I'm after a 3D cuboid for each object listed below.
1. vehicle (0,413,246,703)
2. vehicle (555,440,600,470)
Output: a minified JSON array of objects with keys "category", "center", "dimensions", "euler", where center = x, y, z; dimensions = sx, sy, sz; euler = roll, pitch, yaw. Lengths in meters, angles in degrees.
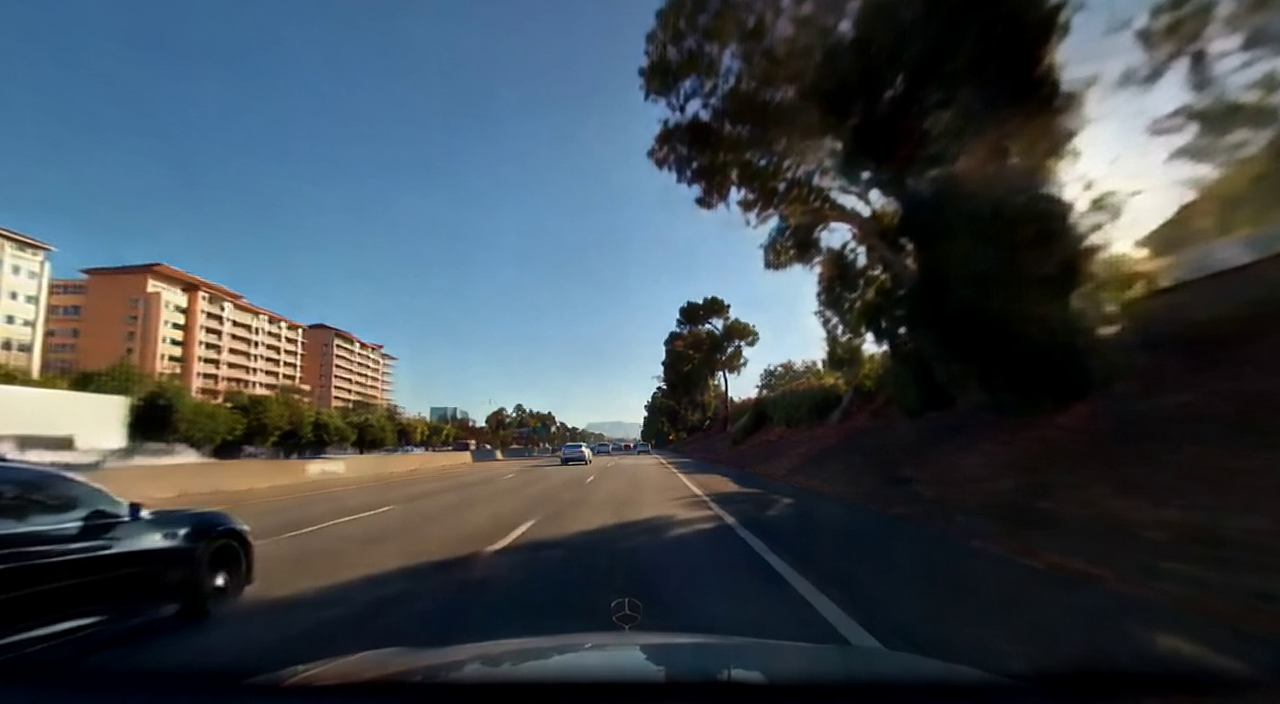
[{"category":"vehicle","center":[-4.136,0.987,2.683],"dimensions":[2.083,1.471,4.350],"euler":[0,-8,0]},{"category":"vehicle","center":[-3.232,5.446,33.582],"dimensions":[1.926,1.464,4.186],"euler":[0,-8,0]}]
